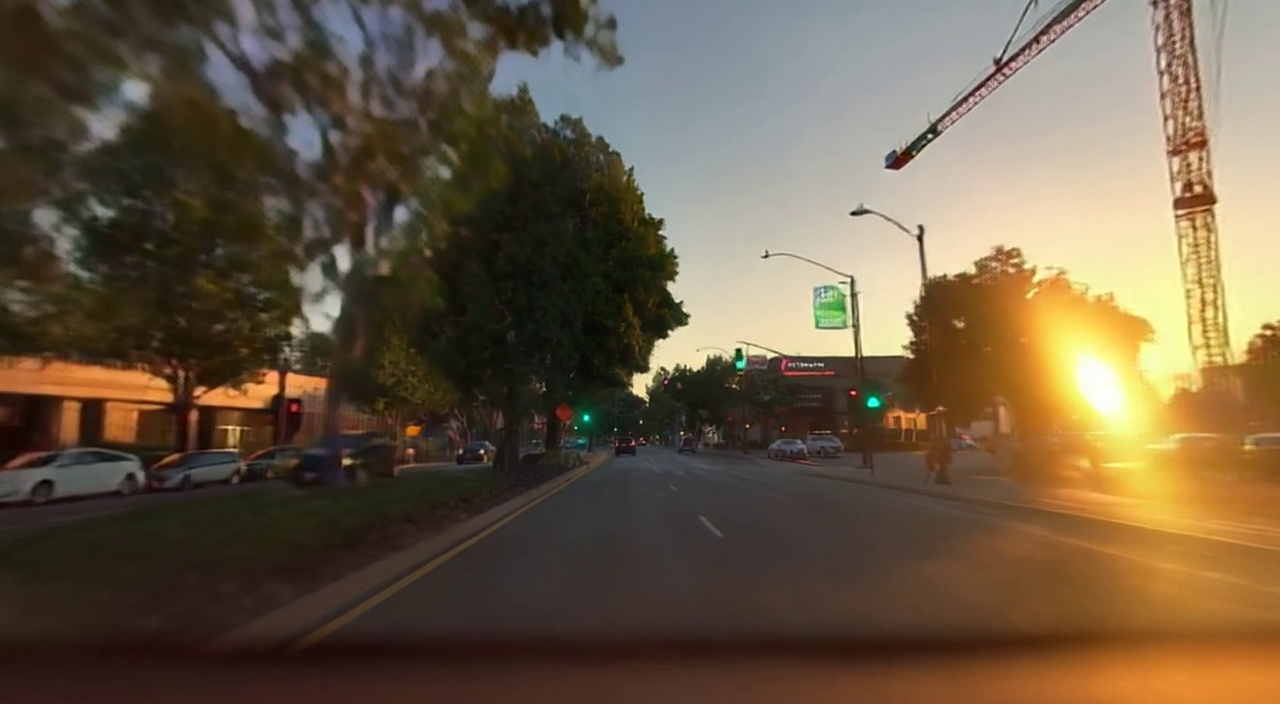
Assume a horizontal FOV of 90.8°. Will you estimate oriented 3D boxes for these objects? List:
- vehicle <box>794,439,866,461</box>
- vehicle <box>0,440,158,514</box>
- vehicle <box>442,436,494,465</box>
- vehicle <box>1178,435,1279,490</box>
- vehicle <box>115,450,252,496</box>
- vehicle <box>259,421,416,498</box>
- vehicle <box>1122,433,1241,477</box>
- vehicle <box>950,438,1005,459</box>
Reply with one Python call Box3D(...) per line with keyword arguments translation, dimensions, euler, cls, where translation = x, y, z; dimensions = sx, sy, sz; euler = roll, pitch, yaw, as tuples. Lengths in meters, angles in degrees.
Box3D(translation=(13.553, 7.014, 45.159), dimensions=(4.506, 1.479, 1.924), euler=(0, -9, 1), cls="vehicle")
Box3D(translation=(-16.338, 3.390, 17.689), dimensions=(2.070, 1.774, 4.549), euler=(0, -9, 0), cls="vehicle")
Box3D(translation=(-12.451, 7.167, 46.084), dimensions=(2.249, 1.952, 5.746), euler=(0, -8, -1), cls="vehicle")
Box3D(translation=(17.758, 3.150, 18.316), dimensions=(1.758, 1.425, 4.358), euler=(-3, -9, 19), cls="vehicle")
Box3D(translation=(-16.573, 4.358, 23.250), dimensions=(1.765, 1.473, 4.423), euler=(0, -9, -1), cls="vehicle")
Box3D(translation=(-8.671, 3.129, 18.778), dimensions=(2.227, 1.956, 4.978), euler=(0, -8, -1), cls="vehicle")
Box3D(translation=(19.695, 3.761, 23.234), dimensions=(1.777, 1.441, 3.976), euler=(-3, -9, 17), cls="vehicle")
Box3D(translation=(24.790, 7.091, 46.326), dimensions=(3.995, 1.463, 1.862), euler=(6, -10, -35), cls="vehicle")
